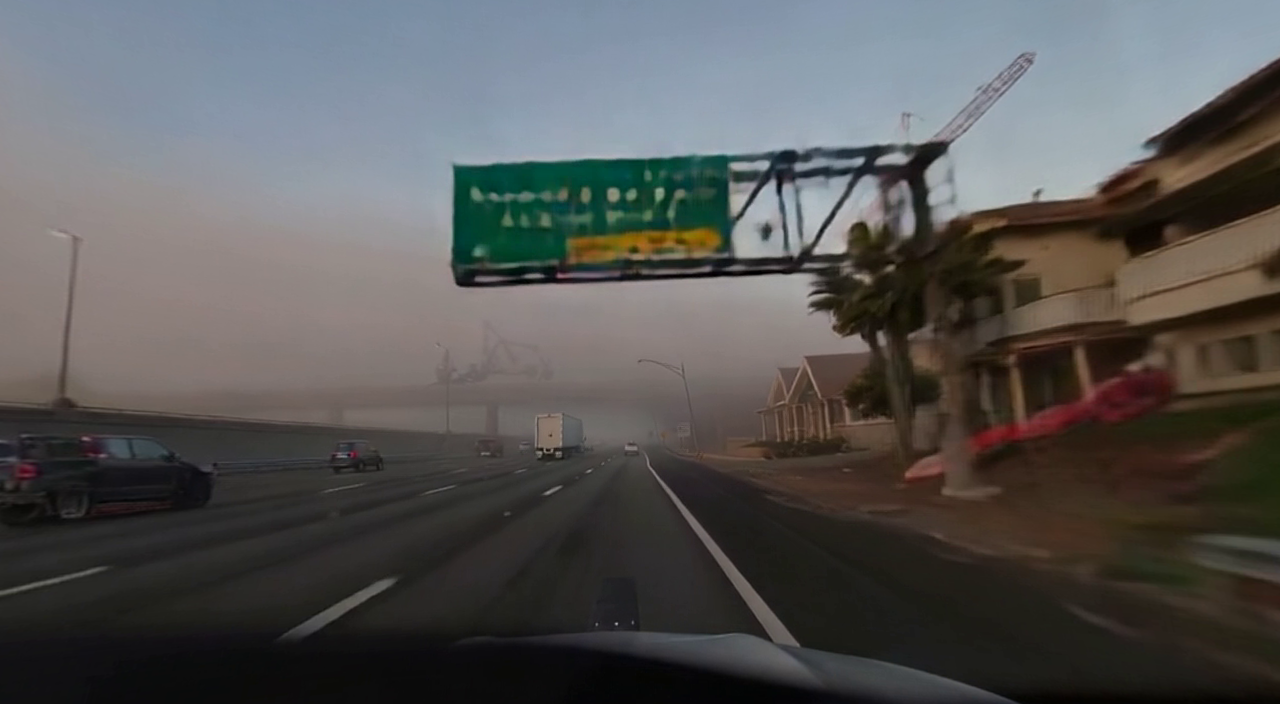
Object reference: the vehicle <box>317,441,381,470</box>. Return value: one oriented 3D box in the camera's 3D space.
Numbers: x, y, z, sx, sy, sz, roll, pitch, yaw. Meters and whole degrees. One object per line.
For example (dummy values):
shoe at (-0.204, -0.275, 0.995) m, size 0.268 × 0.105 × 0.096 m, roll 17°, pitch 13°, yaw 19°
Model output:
vehicle at (-18.846, 6.718, 41.136) m, size 1.932 × 1.752 × 4.541 m, roll 0°, pitch -9°, yaw 0°
